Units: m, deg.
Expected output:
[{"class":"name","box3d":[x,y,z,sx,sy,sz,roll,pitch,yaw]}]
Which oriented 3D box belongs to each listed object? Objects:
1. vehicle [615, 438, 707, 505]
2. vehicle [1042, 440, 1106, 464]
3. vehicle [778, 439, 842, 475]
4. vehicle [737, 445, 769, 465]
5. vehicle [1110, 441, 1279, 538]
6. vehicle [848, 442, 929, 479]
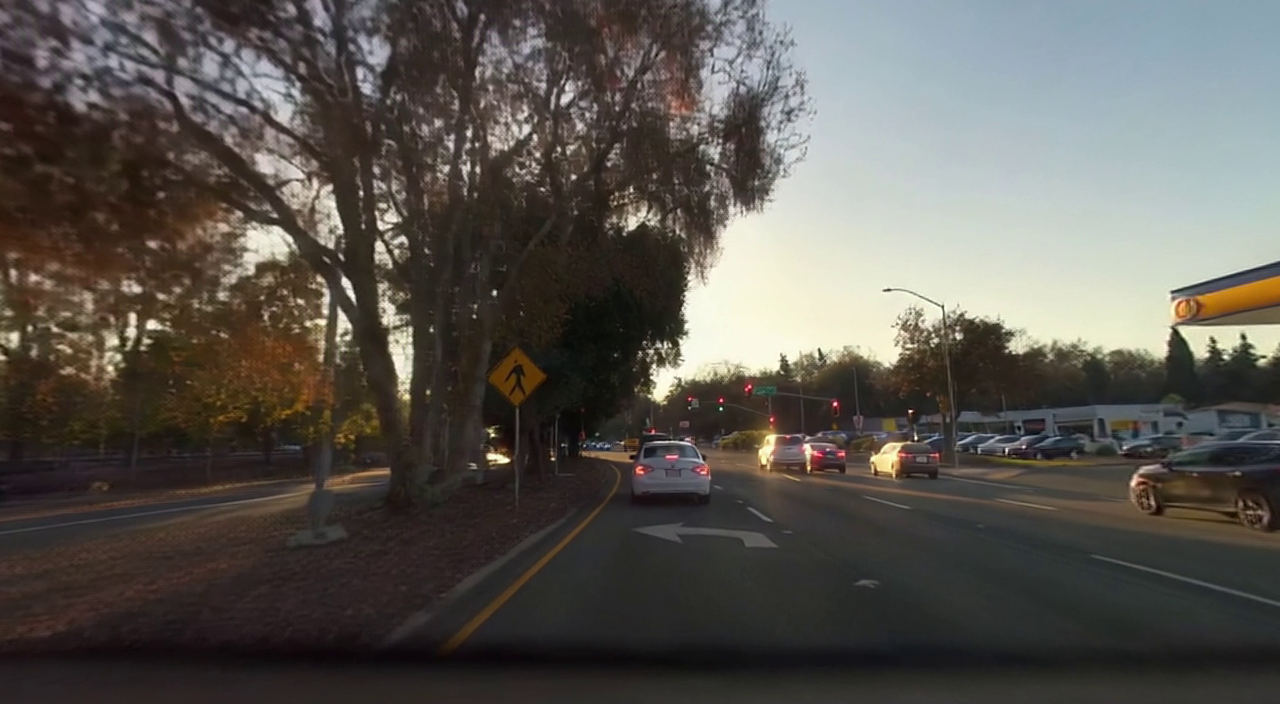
[{"class":"vehicle","box3d":[0.486,2.981,16.072,2.032,1.461,4.173,0,-9,0]},{"class":"vehicle","box3d":[30.110,6.957,43.851,1.914,1.563,3.672,-1,-9,3]},{"class":"vehicle","box3d":[8.588,5.325,32.190,1.991,1.695,4.357,0,-9,-1]},{"class":"vehicle","box3d":[8.440,7.723,47.303,1.716,1.400,3.921,0,-9,1]},{"class":"vehicle","box3d":[10.846,2.316,10.942,1.880,1.472,4.694,0,-9,2]},{"class":"vehicle","box3d":[11.359,4.990,29.174,1.976,1.584,4.516,0,-9,1]}]
